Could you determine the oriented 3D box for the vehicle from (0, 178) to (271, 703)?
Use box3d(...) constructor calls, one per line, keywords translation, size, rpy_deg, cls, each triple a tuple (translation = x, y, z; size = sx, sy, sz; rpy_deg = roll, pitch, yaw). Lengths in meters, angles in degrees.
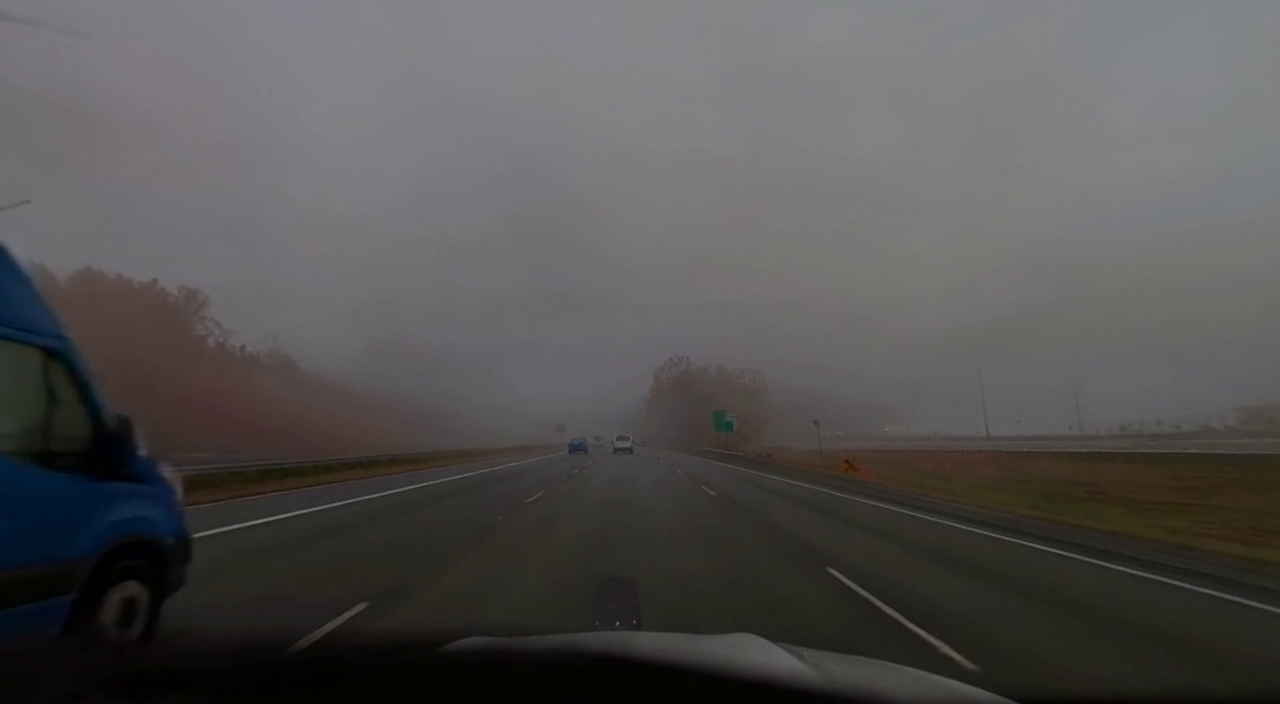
box3d(translation=(-3.713, 0.365, 1.705), size=(2.303, 2.323, 5.089), rpy_deg=(0, -8, 0), cls="vehicle")
